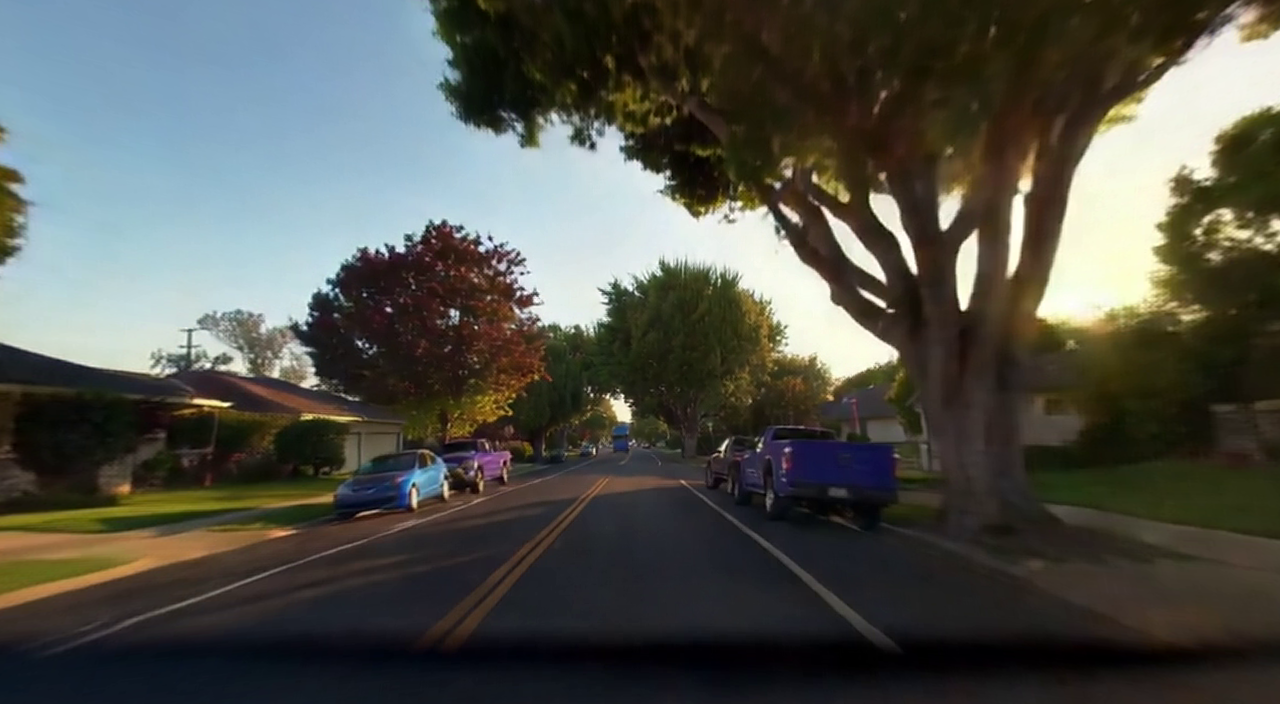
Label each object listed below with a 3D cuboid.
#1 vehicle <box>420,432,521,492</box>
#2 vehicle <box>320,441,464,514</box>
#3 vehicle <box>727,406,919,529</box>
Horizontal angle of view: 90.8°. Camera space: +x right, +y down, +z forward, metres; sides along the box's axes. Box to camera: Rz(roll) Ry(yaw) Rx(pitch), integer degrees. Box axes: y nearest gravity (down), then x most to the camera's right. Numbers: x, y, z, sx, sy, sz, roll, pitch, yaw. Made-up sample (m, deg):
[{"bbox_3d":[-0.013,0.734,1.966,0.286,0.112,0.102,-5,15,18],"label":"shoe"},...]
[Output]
[{"bbox_3d":[-6.483,4.290,25.003,2.302,2.059,5.758,0,-8,1],"label":"vehicle"},{"bbox_3d":[-6.838,3.489,18.213,2.005,1.785,5.179,0,-8,1],"label":"vehicle"},{"bbox_3d":[3.462,2.355,13.496,2.332,2.044,5.695,0,-9,-1],"label":"vehicle"}]
